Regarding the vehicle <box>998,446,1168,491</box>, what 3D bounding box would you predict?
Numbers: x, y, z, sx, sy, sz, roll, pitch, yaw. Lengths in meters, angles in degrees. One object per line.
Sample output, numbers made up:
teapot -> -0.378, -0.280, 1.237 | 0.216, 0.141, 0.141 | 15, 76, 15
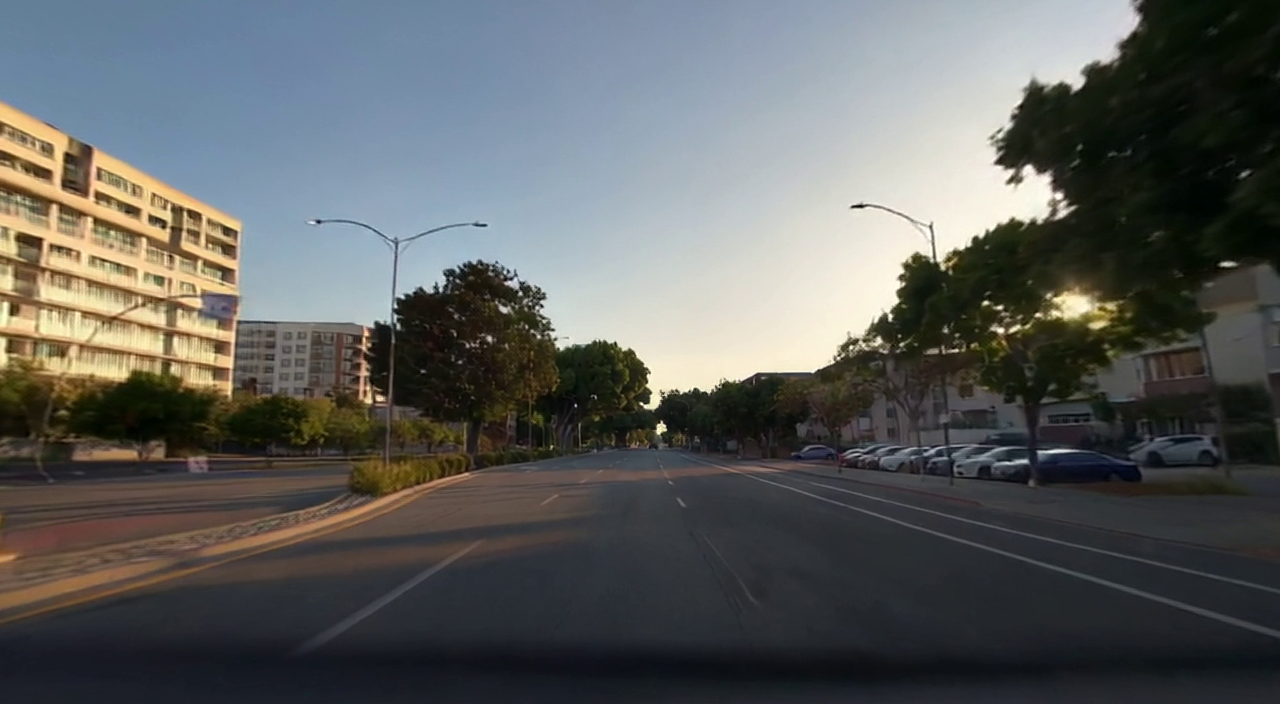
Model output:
vehicle -> 15.315, 4.039, 21.974 | 4.331, 1.469, 2.008 | 0, -9, 2

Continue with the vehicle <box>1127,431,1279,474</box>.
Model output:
vehicle -> 26.874, 4.734, 29.752 | 5.663, 1.895, 2.229 | -1, -9, 2
